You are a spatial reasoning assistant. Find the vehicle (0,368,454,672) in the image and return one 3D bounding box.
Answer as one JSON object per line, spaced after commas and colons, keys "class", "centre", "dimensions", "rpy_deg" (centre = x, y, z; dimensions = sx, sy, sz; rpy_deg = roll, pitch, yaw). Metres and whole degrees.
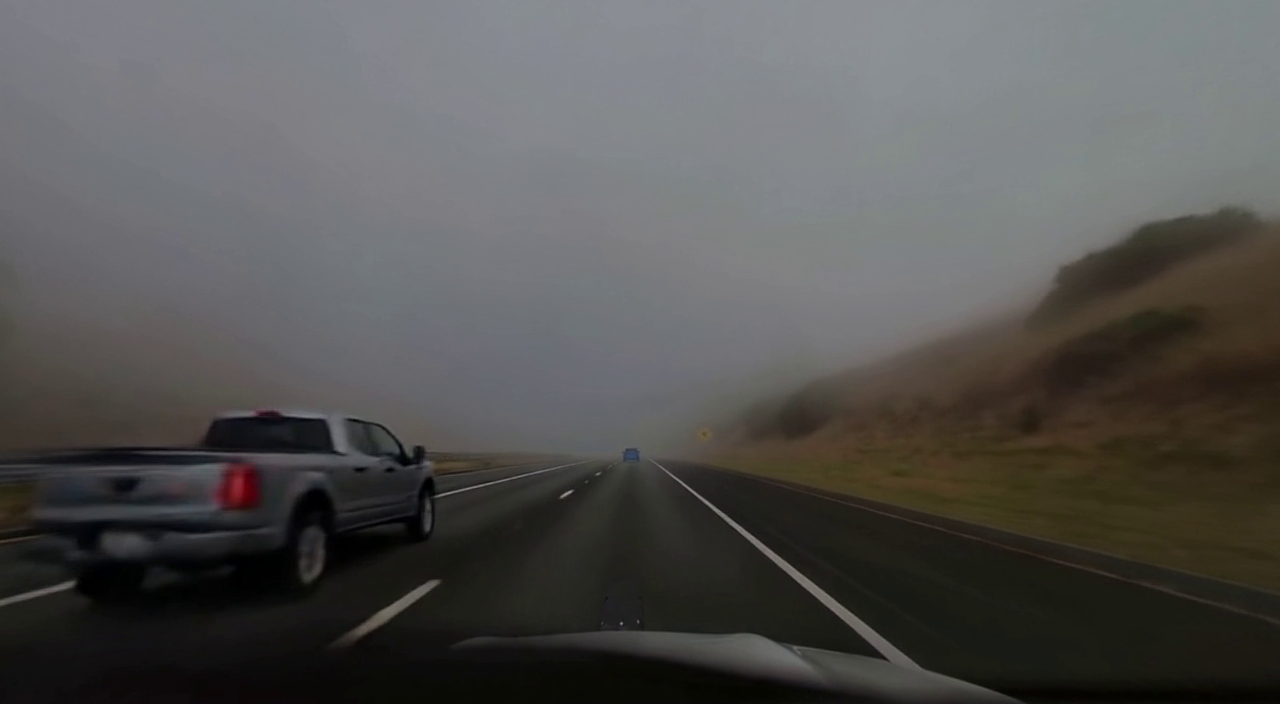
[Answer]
{"class": "vehicle", "centre": [-3.612, 1.382, 6.327], "dimensions": [1.942, 1.828, 4.868], "rpy_deg": [0, -9, 1]}
